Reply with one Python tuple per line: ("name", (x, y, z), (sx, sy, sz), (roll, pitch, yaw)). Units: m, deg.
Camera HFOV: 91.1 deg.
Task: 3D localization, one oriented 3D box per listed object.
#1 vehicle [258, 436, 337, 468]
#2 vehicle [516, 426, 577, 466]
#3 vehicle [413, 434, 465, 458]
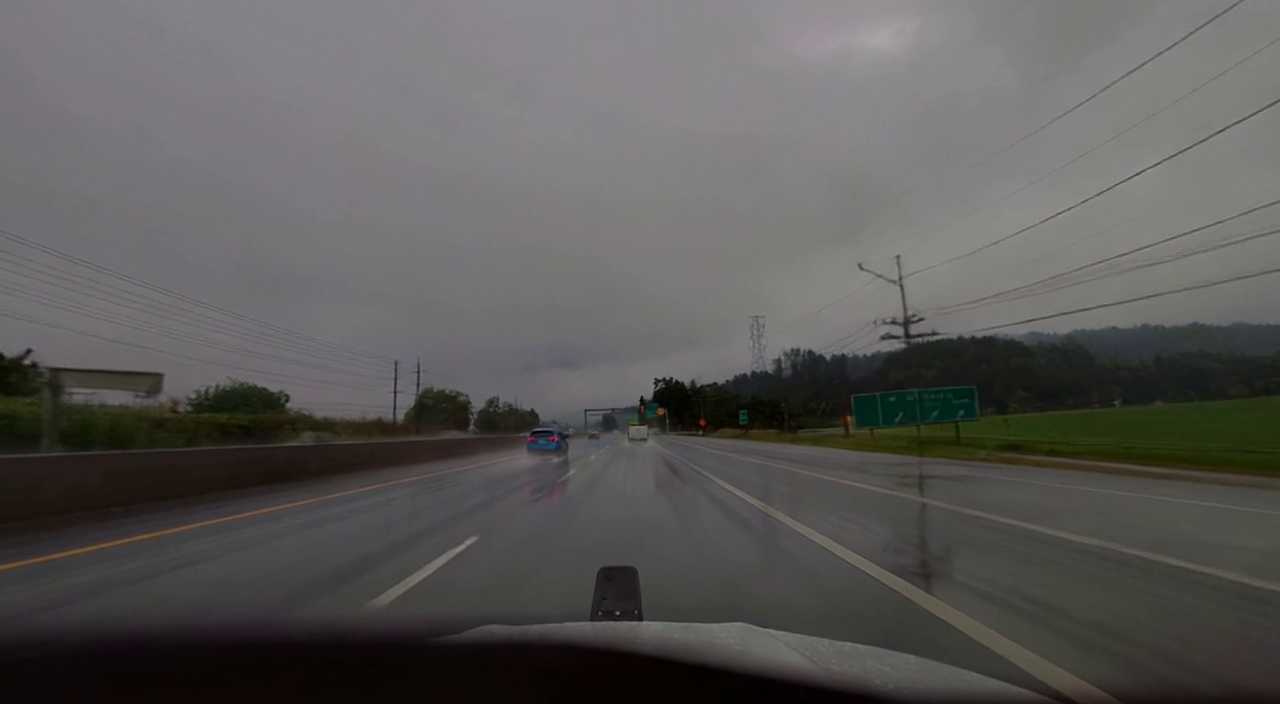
("vehicle", (-17.280, 5.040, 31.947), (1.843, 1.534, 3.925), (0, -8, -1))
("vehicle", (-3.966, 4.054, 27.404), (2.023, 1.580, 4.259), (0, -8, -1))
("vehicle", (-12.996, 6.098, 40.972), (1.912, 1.455, 4.706), (0, -8, 0))
